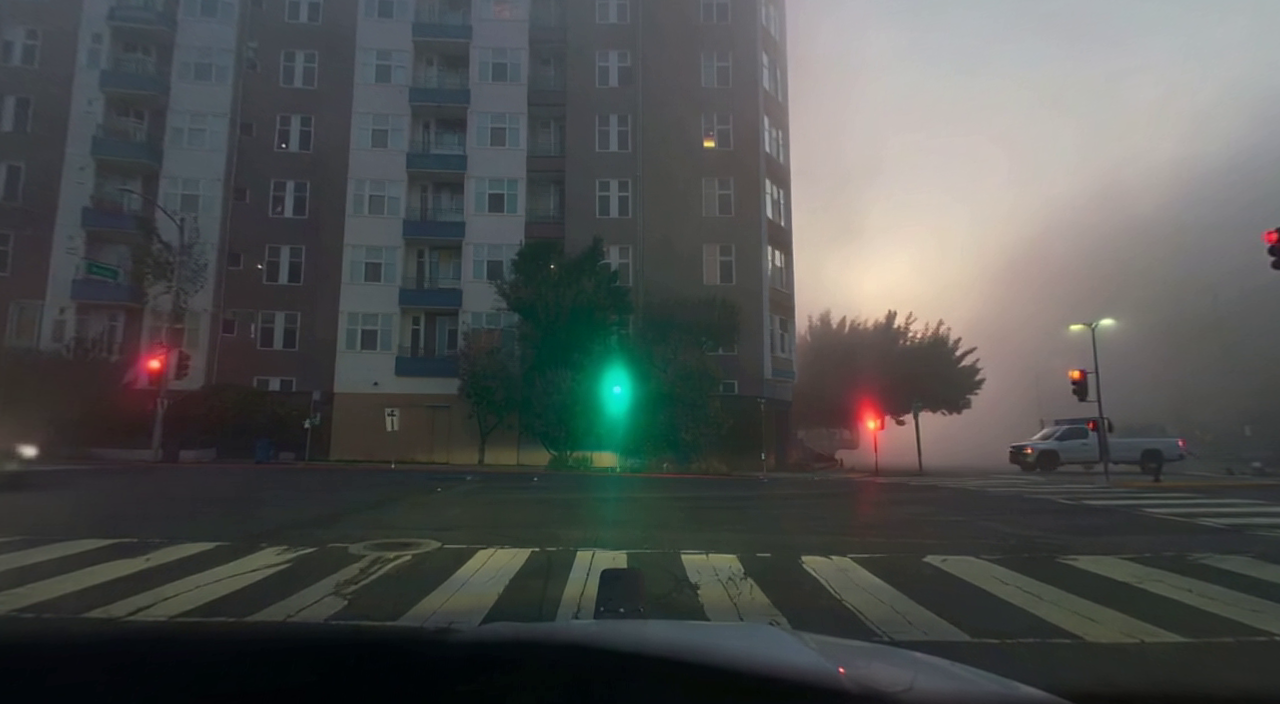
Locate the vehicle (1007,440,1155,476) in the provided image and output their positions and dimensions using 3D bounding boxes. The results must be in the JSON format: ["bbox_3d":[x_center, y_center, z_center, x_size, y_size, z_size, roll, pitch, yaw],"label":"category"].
[{"bbox_3d":[18.551,4.465,26.697,4.823,1.458,1.914,0,-9,-1],"label":"vehicle"}]
